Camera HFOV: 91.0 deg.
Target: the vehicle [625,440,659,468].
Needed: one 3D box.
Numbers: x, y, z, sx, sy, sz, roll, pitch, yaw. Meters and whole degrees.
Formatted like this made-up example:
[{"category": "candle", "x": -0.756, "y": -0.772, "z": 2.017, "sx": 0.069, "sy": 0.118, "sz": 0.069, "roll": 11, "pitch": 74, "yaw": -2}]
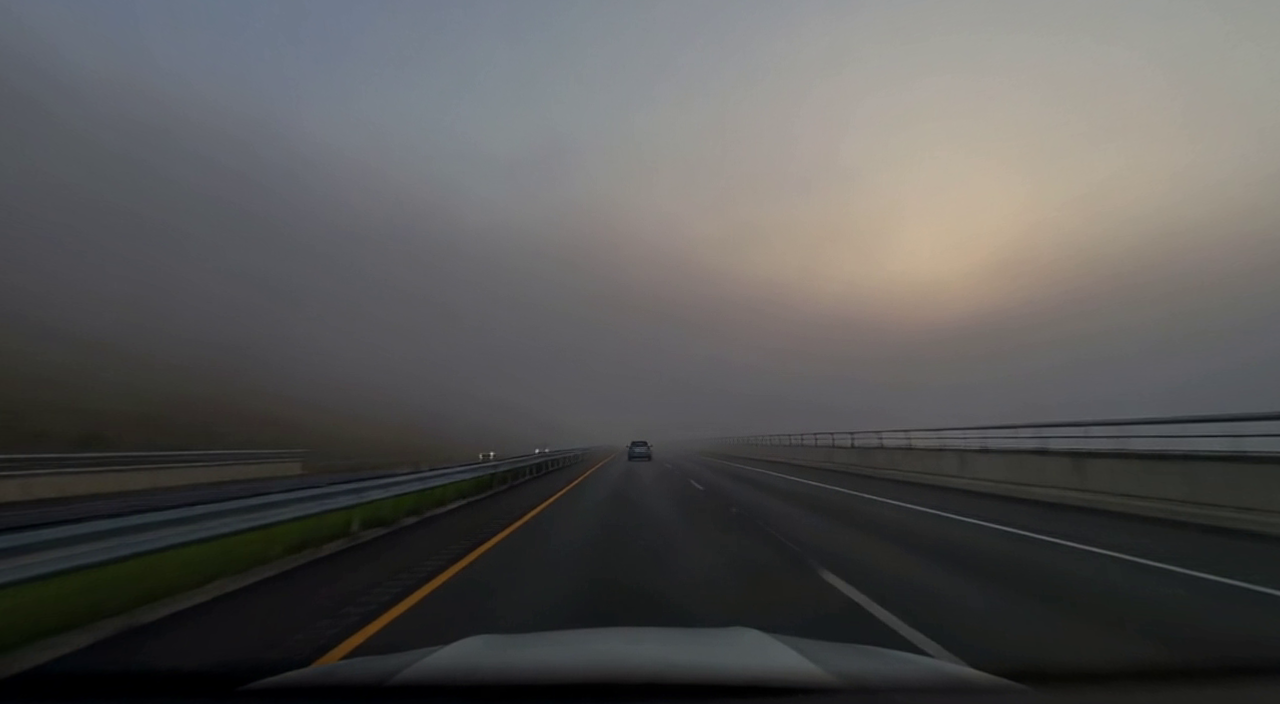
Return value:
[{"category": "vehicle", "x": 0.114, "y": 6.604, "z": 41.023, "sx": 2.059, "sy": 1.696, "sz": 4.165, "roll": 0, "pitch": -8, "yaw": 0}]
